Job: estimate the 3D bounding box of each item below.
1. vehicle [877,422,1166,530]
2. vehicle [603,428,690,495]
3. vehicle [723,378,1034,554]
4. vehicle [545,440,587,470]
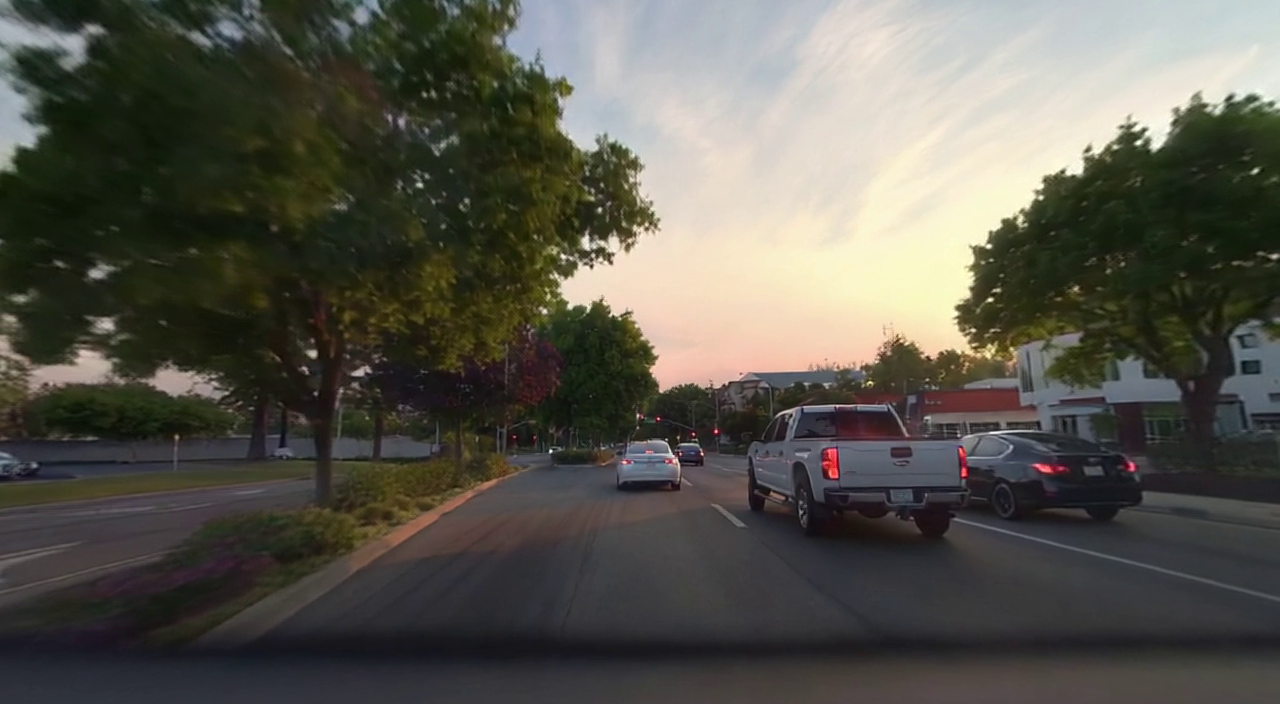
[{"bbox_3d":[6.690,2.234,12.029,2.349,1.600,5.066,0,-8,0],"label":"vehicle"},{"bbox_3d":[0.134,3.017,17.614,2.145,1.650,4.021,0,-9,-1],"label":"vehicle"},{"bbox_3d":[3.272,1.817,10.670,2.731,2.101,6.047,0,-9,-2],"label":"vehicle"},{"bbox_3d":[-3.799,5.342,32.814,1.960,1.475,4.161,1,-9,-4],"label":"vehicle"}]
